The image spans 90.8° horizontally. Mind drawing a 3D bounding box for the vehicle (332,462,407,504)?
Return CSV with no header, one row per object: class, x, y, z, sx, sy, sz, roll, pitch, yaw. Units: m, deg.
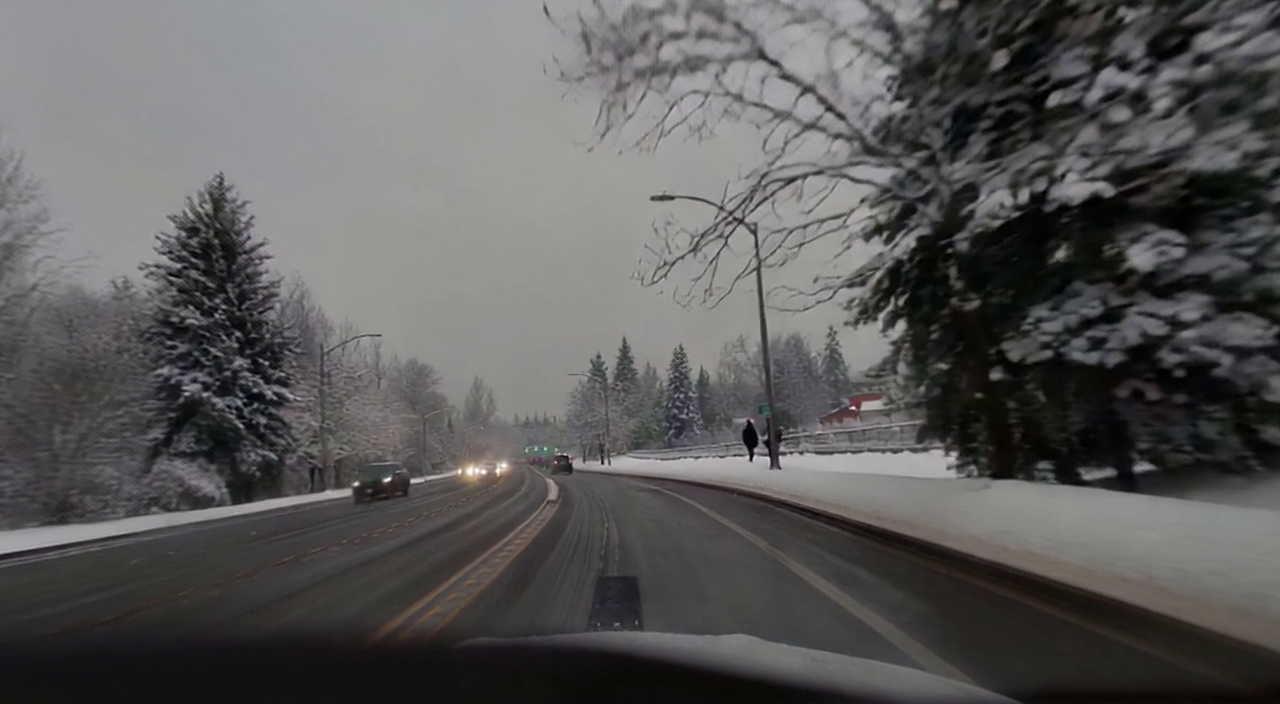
vehicle,-13.294,6.421,31.352,2.150,1.754,4.667,1,-8,-7
